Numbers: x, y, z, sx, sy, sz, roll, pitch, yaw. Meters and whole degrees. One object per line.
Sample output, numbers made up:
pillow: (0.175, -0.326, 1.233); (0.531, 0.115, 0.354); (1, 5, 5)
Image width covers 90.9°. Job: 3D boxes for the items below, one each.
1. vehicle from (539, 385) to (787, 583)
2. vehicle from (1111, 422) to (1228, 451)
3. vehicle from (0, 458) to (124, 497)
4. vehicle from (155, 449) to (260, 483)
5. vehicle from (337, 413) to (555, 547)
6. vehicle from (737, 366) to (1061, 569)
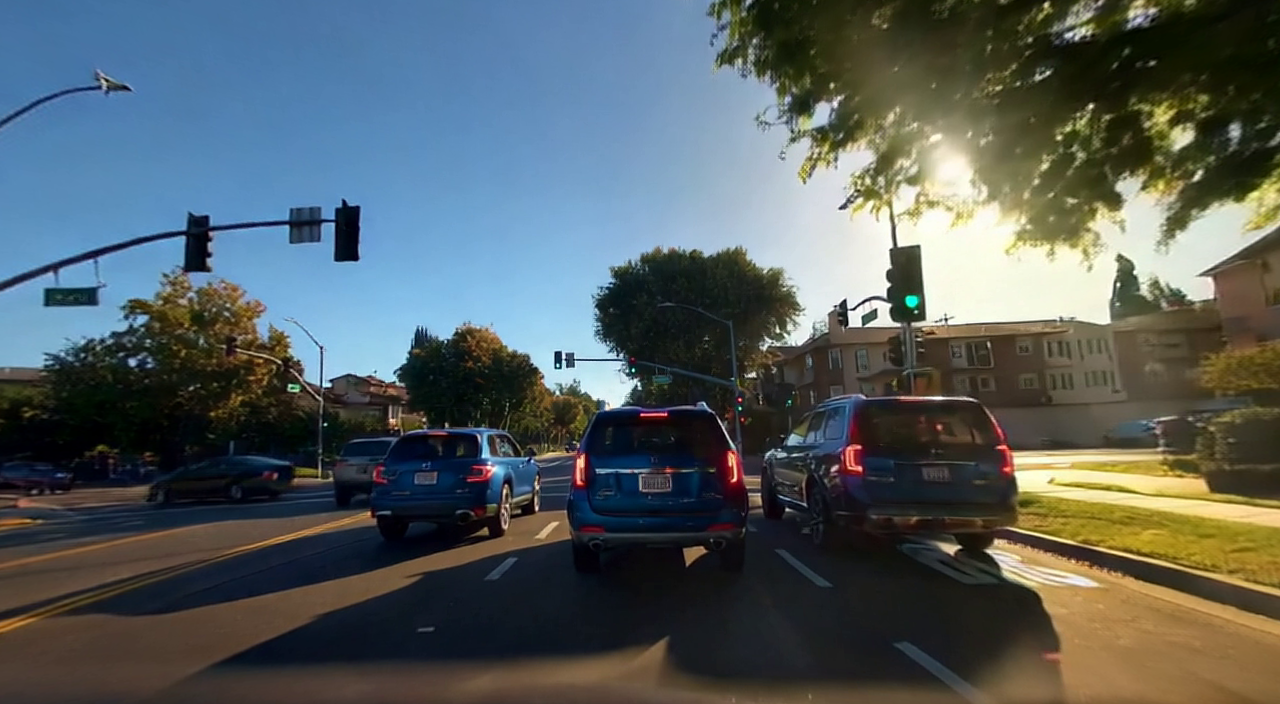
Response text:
vehicle: (0.182, 1.504, 7.883); (2.235, 1.778, 4.178); (0, -8, -1)
vehicle: (28.139, 4.513, 33.617); (4.512, 1.444, 1.859); (-1, -8, 0)
vehicle: (-24.008, 5.046, 25.540); (4.383, 1.456, 1.999); (0, -8, -1)
vehicle: (-22.581, 5.934, 32.986); (4.316, 1.689, 2.108); (-3, -9, 15)
vehicle: (-2.742, 1.938, 10.218); (2.058, 1.659, 4.514); (0, -8, 0)
vehicle: (3.091, 1.593, 9.356); (2.338, 2.063, 5.672); (0, -8, 0)
